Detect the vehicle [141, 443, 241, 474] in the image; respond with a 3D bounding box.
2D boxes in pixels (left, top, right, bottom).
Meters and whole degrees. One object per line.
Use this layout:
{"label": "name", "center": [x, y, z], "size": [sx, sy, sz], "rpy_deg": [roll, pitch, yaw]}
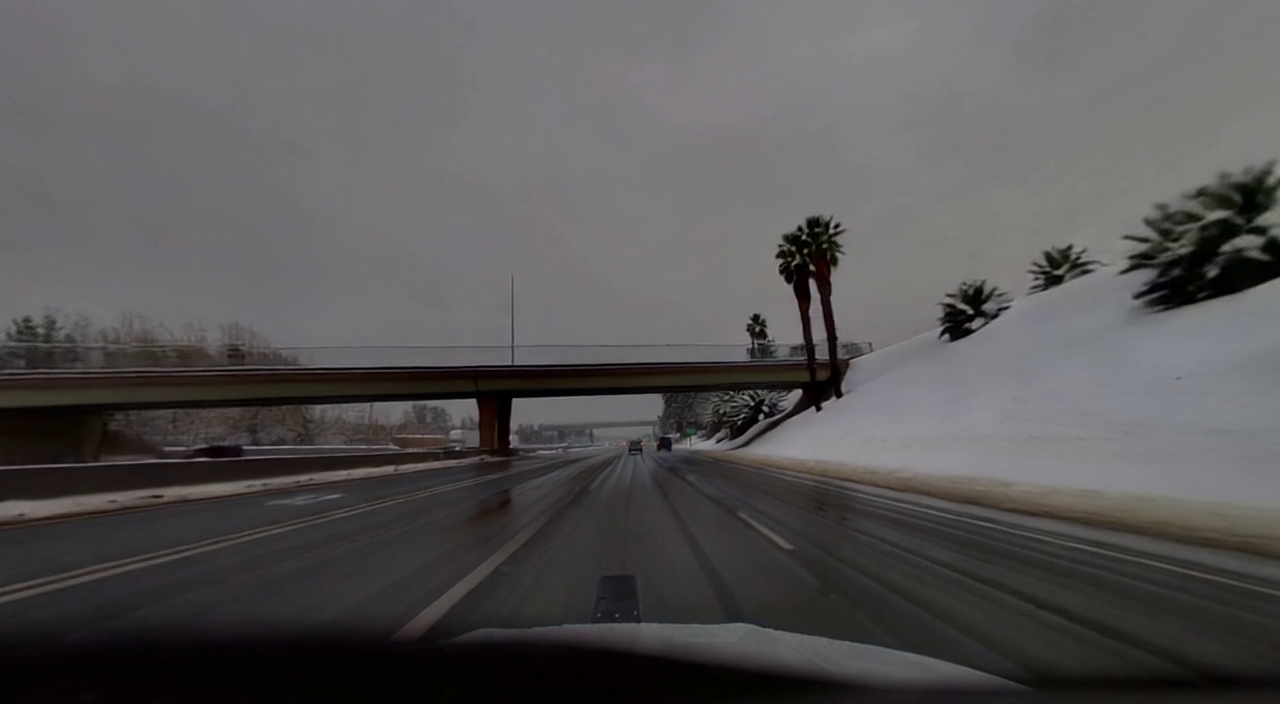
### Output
{"label": "vehicle", "center": [-25.314, 5.982, 35.869], "size": [2.291, 1.600, 4.605], "rpy_deg": [0, -8, 0]}
